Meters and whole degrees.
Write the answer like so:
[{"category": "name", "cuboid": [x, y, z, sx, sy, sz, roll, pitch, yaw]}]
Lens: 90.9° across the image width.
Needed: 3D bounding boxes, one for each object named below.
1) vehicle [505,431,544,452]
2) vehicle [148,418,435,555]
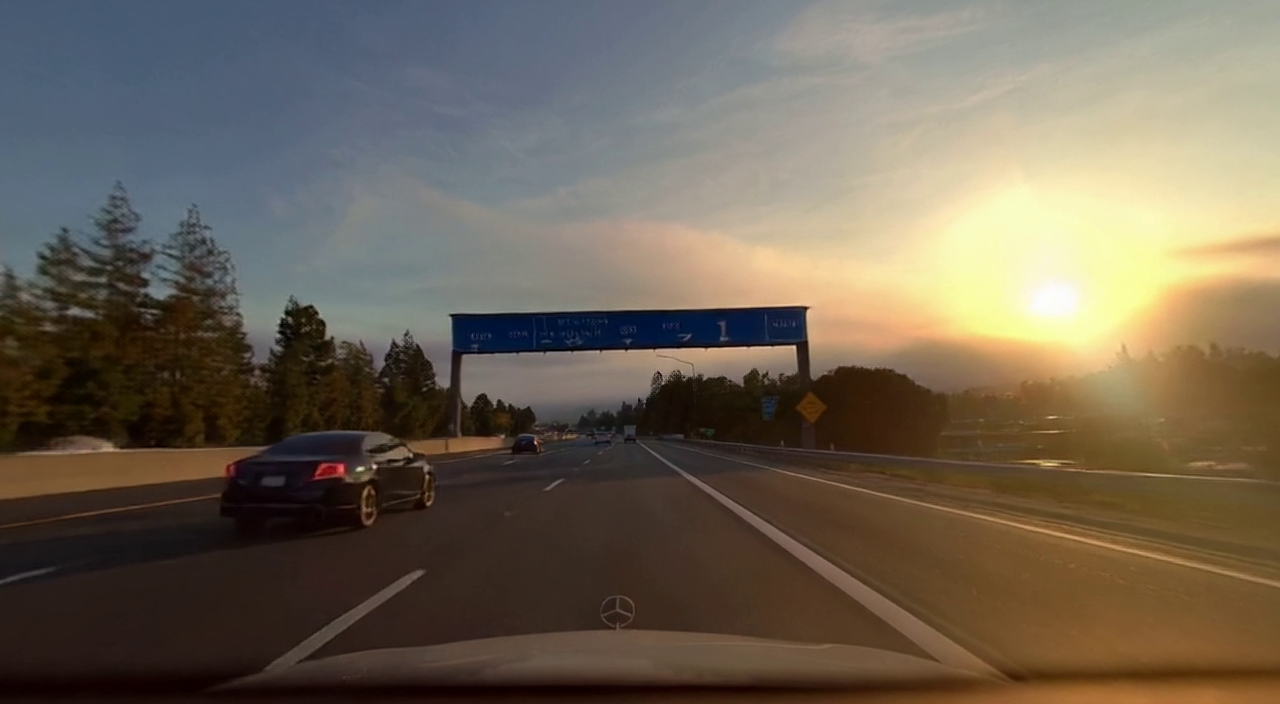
[{"category": "vehicle", "cuboid": [-9.004, 7.044, 49.628, 2.092, 1.574, 5.251, 0, -7, 0]}, {"category": "vehicle", "cuboid": [-4.458, 1.725, 8.851, 1.912, 1.495, 3.703, 0, -7, 0]}]
